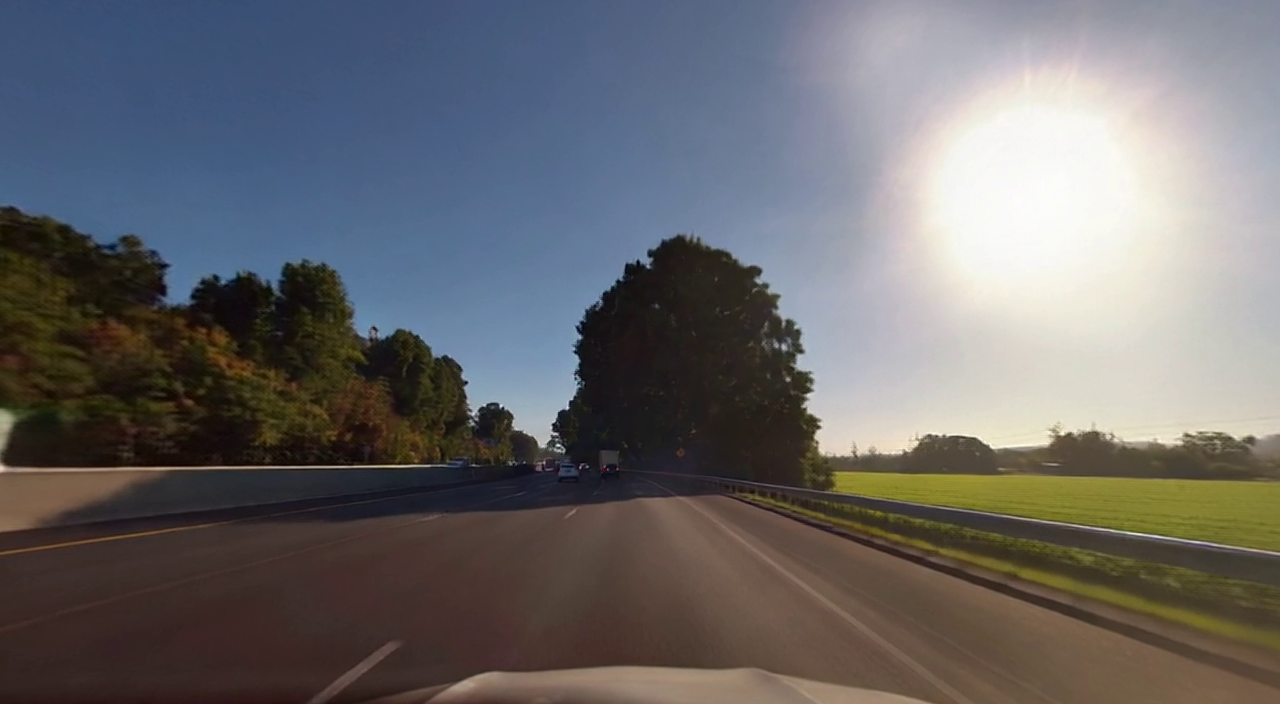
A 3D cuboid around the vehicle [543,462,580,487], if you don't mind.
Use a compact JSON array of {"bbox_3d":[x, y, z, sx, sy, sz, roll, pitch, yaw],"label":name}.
[{"bbox_3d":[-5.384,8.489,43.748,2.115,1.546,4.638,1,-10,-3],"label":"vehicle"}]
